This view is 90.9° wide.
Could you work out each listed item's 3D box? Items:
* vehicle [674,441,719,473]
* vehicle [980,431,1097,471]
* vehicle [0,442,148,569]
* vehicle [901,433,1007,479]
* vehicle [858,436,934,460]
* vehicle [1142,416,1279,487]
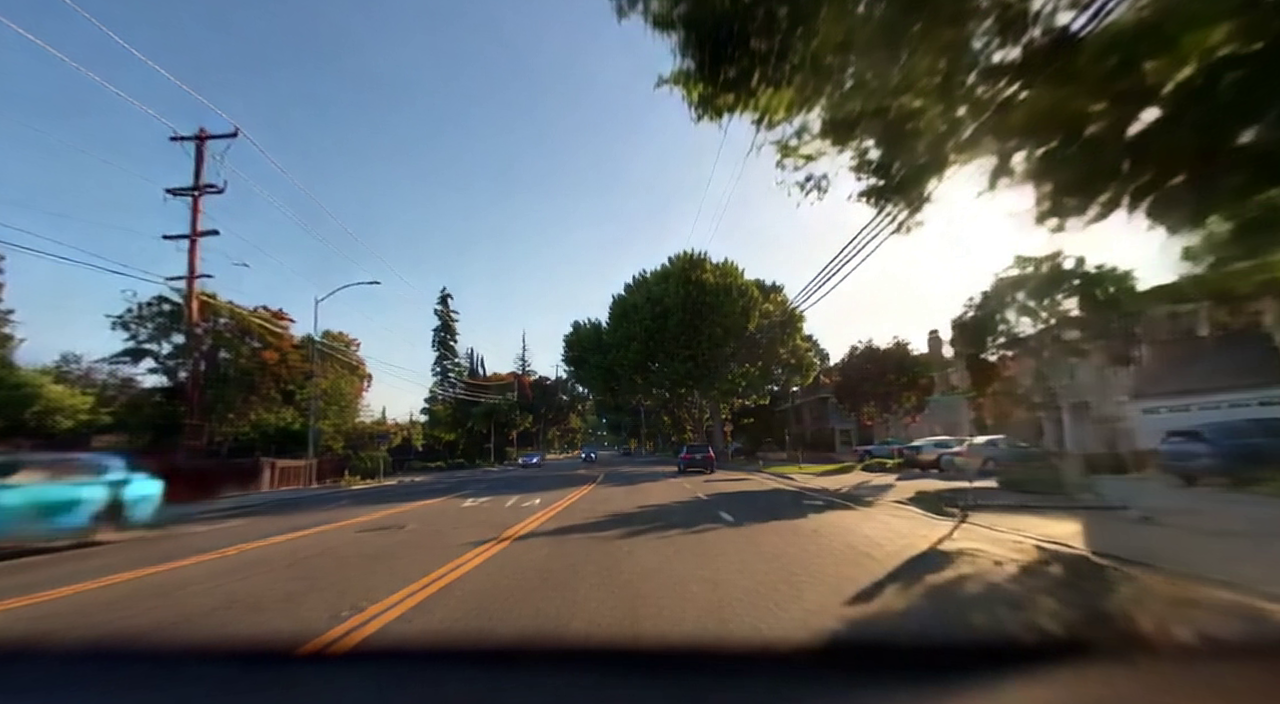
[{"bbox_3d":[3.394,6.501,39.085,2.144,1.843,4.827,0,-9,-2],"label":"vehicle"},{"bbox_3d":[16.009,4.016,25.648,1.747,1.405,4.372,-2,-9,-2],"label":"vehicle"},{"bbox_3d":[-9.395,2.043,8.245,2.179,1.613,4.516,-3,-9,2],"label":"vehicle"},{"bbox_3d":[12.303,4.122,25.112,1.970,1.561,4.725,-2,-9,3],"label":"vehicle"},{"bbox_3d":[18.694,7.015,46.109,4.766,1.493,2.076,-8,-11,29],"label":"vehicle"},{"bbox_3d":[16.429,2.580,16.588,4.329,1.682,2.240,-2,-10,2],"label":"vehicle"}]
